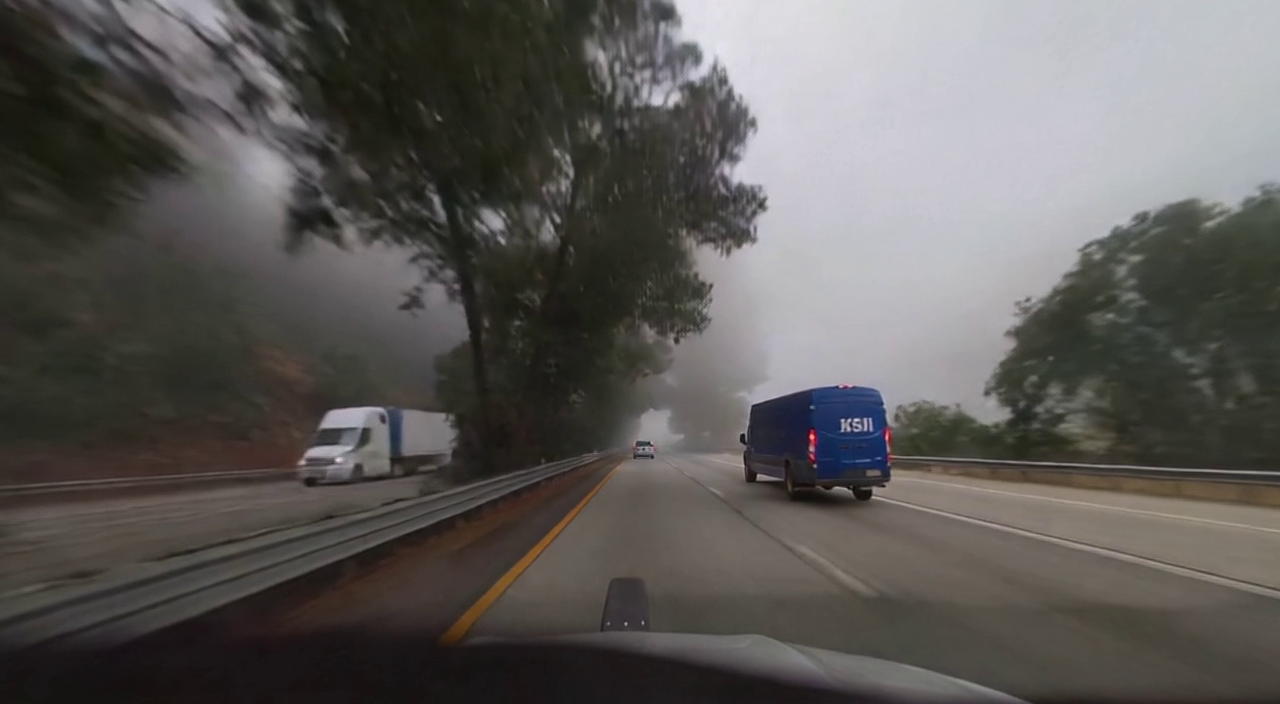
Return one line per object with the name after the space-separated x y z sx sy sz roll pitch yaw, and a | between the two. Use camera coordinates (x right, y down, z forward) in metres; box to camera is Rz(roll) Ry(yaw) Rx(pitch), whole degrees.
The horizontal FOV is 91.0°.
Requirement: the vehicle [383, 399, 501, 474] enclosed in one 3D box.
-11.636 5.236 38.593 3.742 3.954 10.224 0 -8 1 | vehicle

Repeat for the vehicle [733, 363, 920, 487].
7.473 3.679 29.642 3.479 4.156 17.231 0 -8 0 | vehicle

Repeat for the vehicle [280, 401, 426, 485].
-15.661 5.159 35.769 2.933 3.978 11.292 0 -8 0 | vehicle

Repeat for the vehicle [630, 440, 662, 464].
0.404 6.995 44.041 2.121 1.590 4.434 0 -8 1 | vehicle
